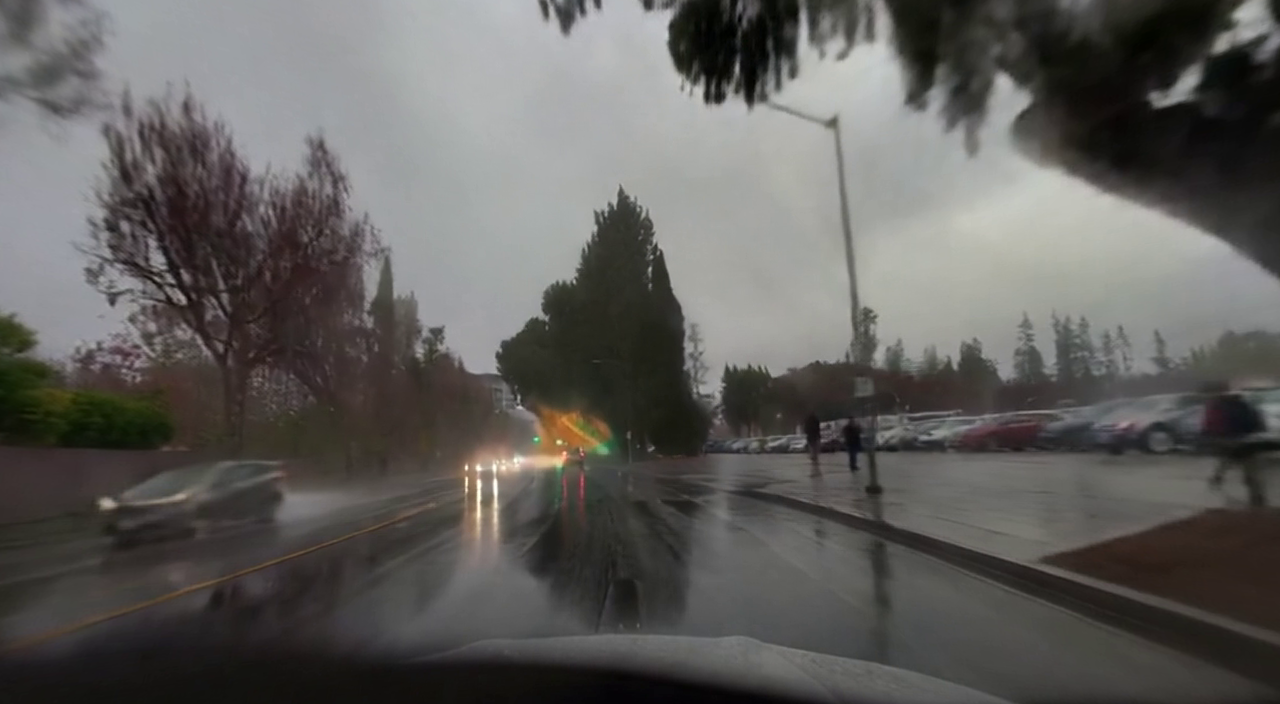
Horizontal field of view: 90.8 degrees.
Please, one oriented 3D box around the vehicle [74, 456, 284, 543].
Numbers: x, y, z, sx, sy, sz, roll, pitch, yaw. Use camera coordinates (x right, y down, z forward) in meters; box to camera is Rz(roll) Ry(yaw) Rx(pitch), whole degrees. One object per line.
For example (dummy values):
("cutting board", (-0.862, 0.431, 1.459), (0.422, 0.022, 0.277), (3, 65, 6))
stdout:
("vehicle", (-11.546, 3.659, 16.403), (2.150, 1.754, 4.667), (0, -8, -4))
